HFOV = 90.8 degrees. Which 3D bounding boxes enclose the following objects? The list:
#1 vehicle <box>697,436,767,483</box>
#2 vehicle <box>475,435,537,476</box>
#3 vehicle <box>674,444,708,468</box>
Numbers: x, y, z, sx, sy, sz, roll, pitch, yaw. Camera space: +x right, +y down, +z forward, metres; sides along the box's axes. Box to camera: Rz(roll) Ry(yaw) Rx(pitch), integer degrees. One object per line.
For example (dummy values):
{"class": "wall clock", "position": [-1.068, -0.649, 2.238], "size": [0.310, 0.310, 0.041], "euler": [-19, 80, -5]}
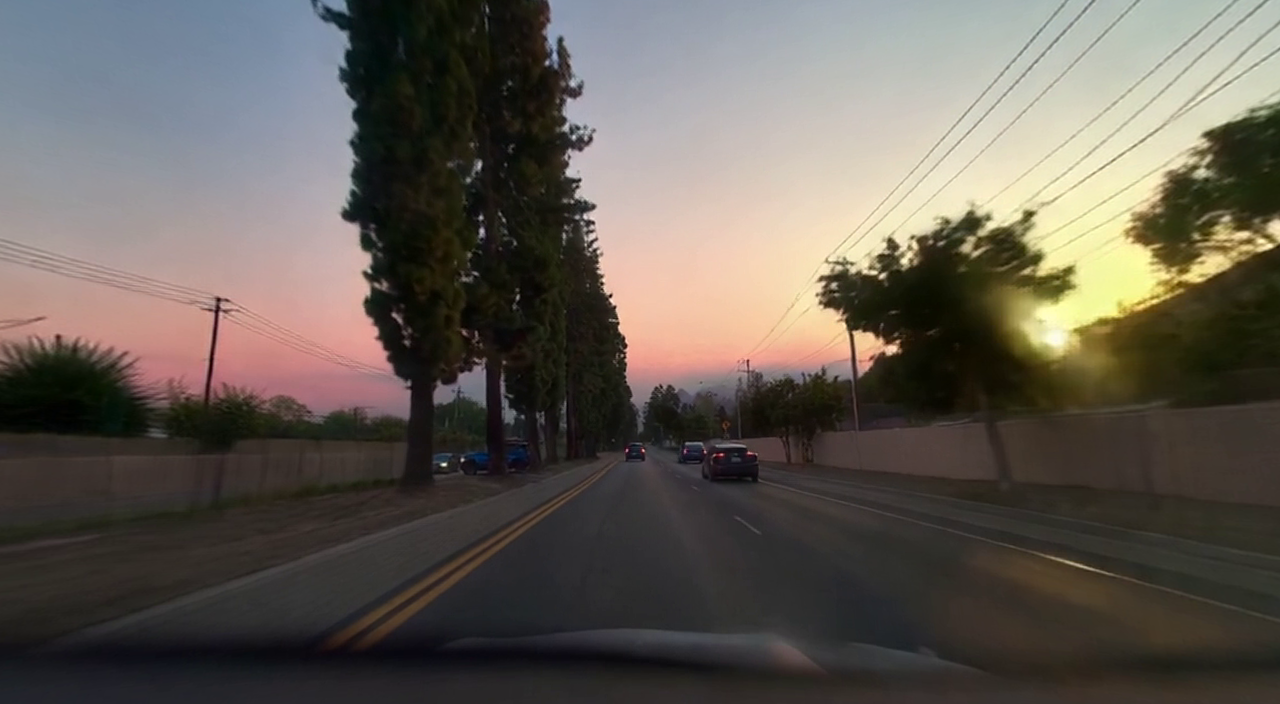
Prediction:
{"class": "vehicle", "position": [3.769, 4.502, 26.820], "size": [2.112, 1.825, 4.574], "euler": [0, -8, -2]}
{"class": "vehicle", "position": [-9.052, 7.025, 42.958], "size": [3.613, 2.628, 2.227], "euler": [0, -8, 2]}
{"class": "vehicle", "position": [3.631, 7.449, 45.564], "size": [2.012, 1.653, 4.115], "euler": [0, -8, -1]}
